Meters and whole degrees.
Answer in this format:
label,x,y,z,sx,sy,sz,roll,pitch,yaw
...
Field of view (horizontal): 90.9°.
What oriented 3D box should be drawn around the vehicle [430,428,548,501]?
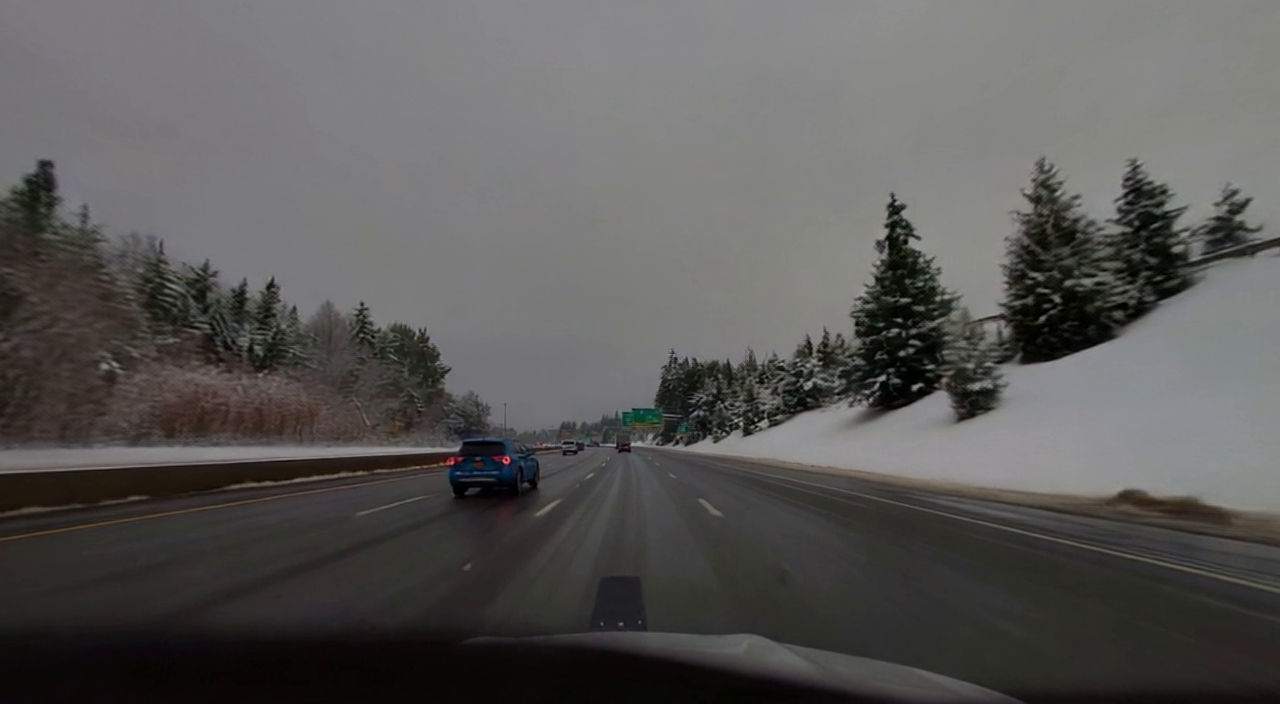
label,x,y,z,sx,sy,sz,roll,pitch,yaw
vehicle,-3.963,3.031,17.451,2.162,1.724,4.537,0,-8,0
